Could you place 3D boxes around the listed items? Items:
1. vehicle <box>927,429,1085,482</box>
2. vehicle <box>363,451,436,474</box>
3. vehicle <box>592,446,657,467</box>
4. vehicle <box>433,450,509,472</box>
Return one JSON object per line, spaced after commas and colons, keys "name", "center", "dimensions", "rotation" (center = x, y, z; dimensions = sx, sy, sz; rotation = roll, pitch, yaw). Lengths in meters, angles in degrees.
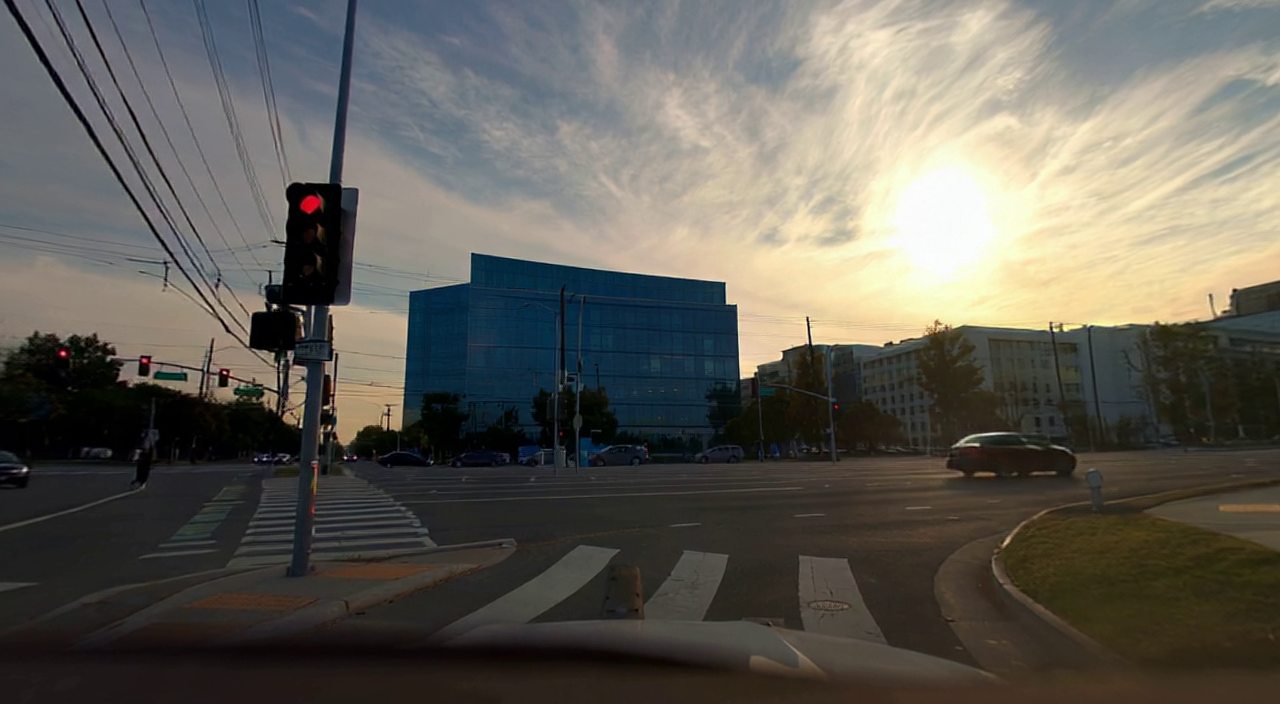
{"name": "vehicle", "center": [12.409, 3.493, 21.492], "dimensions": [4.530, 1.648, 2.075], "rotation": [3, -9, -19]}
{"name": "vehicle", "center": [-17.177, 7.855, 45.117], "dimensions": [4.623, 1.471, 1.805], "rotation": [4, -9, -25]}
{"name": "vehicle", "center": [-1.145, 7.551, 45.814], "dimensions": [4.391, 1.451, 1.717], "rotation": [4, -9, -26]}
{"name": "vehicle", "center": [-11.802, 7.560, 44.133], "dimensions": [4.837, 1.407, 1.818], "rotation": [4, -9, -26]}
